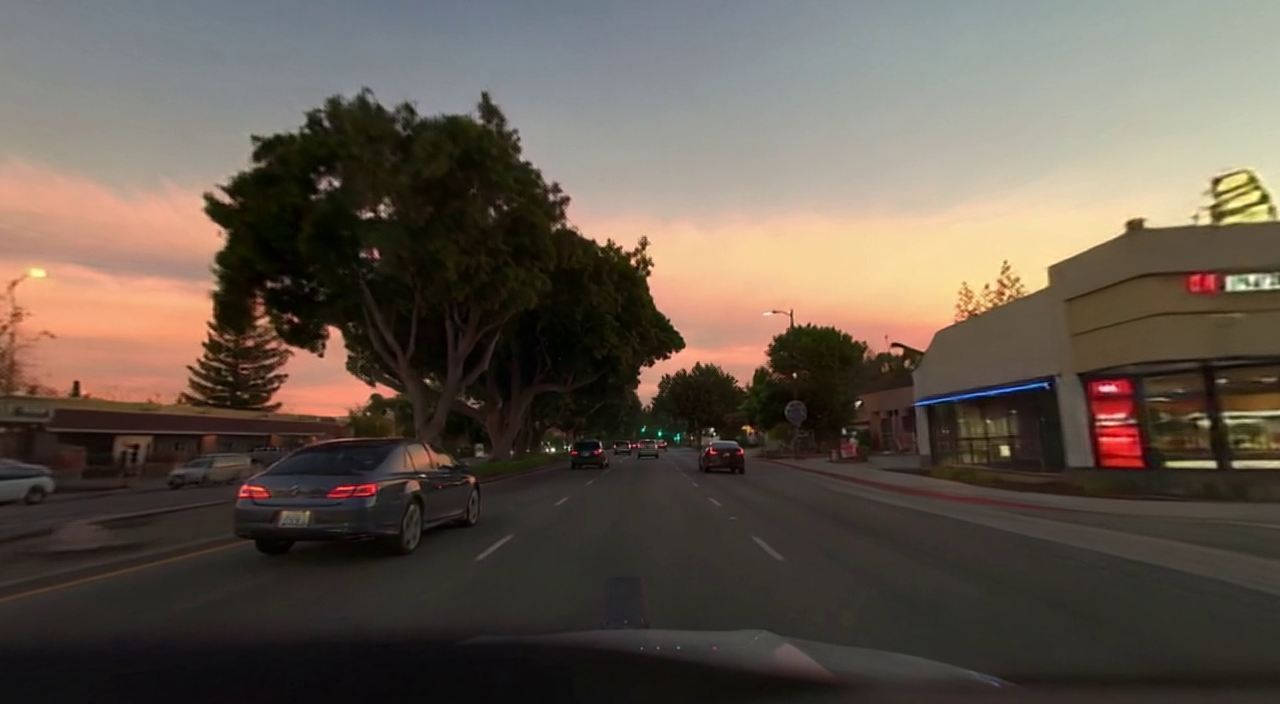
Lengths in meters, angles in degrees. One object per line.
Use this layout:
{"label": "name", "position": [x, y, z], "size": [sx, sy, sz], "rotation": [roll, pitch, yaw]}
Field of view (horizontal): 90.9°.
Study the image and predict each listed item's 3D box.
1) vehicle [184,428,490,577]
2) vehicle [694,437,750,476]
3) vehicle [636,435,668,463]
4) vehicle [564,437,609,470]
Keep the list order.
{"label": "vehicle", "position": [-3.586, 1.836, 8.574], "size": [1.908, 1.481, 4.351], "rotation": [0, -8, 1]}
{"label": "vehicle", "position": [3.523, 4.564, 27.704], "size": [1.922, 1.579, 3.642], "rotation": [0, -8, -1]}
{"label": "vehicle", "position": [0.865, 6.917, 45.017], "size": [2.193, 1.873, 4.033], "rotation": [0, -8, 1]}
{"label": "vehicle", "position": [-2.857, 5.562, 34.738], "size": [2.026, 1.665, 4.193], "rotation": [0, -8, 1]}
